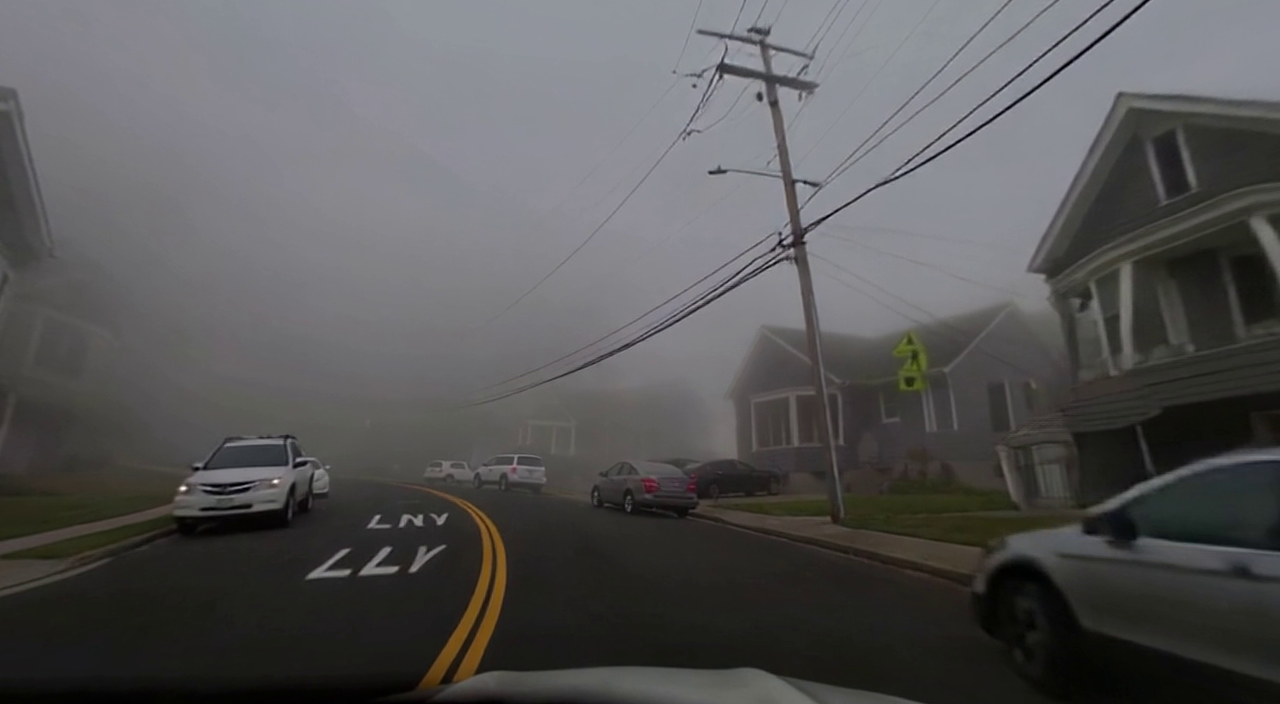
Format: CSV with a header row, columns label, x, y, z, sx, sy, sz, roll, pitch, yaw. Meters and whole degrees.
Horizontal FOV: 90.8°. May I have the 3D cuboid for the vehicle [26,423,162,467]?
label,x,y,z,sx,sy,sz,roll,pitch,yaw
vehicle,-22.923,3.998,26.676,4.064,1.569,1.861,9,-18,-40

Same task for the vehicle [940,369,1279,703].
label,x,y,z,sx,sy,sz,roll,pitch,yaw
vehicle,3.489,0.970,2.619,1.994,1.682,4.750,3,-9,-3

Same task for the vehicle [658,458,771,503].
label,x,y,z,sx,sy,sz,roll,pitch,yaw
vehicle,2.994,5.075,25.298,4.163,1.586,2.023,6,-10,-33

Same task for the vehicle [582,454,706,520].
label,x,y,z,sx,sy,sz,roll,pitch,yaw
vehicle,-0.048,3.812,18.330,1.923,1.531,4.568,8,-11,-21

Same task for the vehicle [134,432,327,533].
label,x,y,z,sx,sy,sz,roll,pitch,yaw
vehicle,-9.048,2.972,14.682,2.378,1.840,5.389,4,-11,-18

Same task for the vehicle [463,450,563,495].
label,x,y,z,sx,sy,sz,roll,pitch,yaw
vehicle,-6.190,5.713,30.249,2.449,1.869,5.504,11,-13,-35
